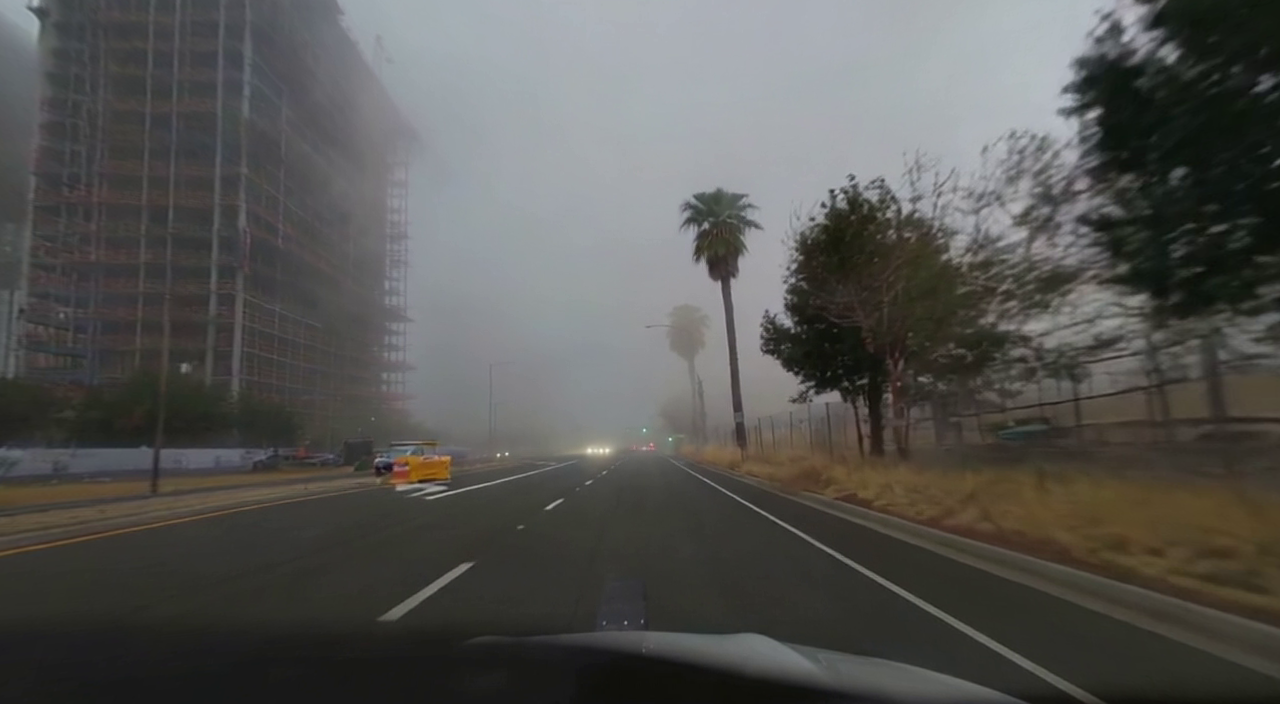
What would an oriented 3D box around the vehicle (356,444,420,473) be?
[{"bbox_3d":[-15.853,6.730,39.918,2.117,1.706,4.847,0,-9,-1],"label":"vehicle"}]
